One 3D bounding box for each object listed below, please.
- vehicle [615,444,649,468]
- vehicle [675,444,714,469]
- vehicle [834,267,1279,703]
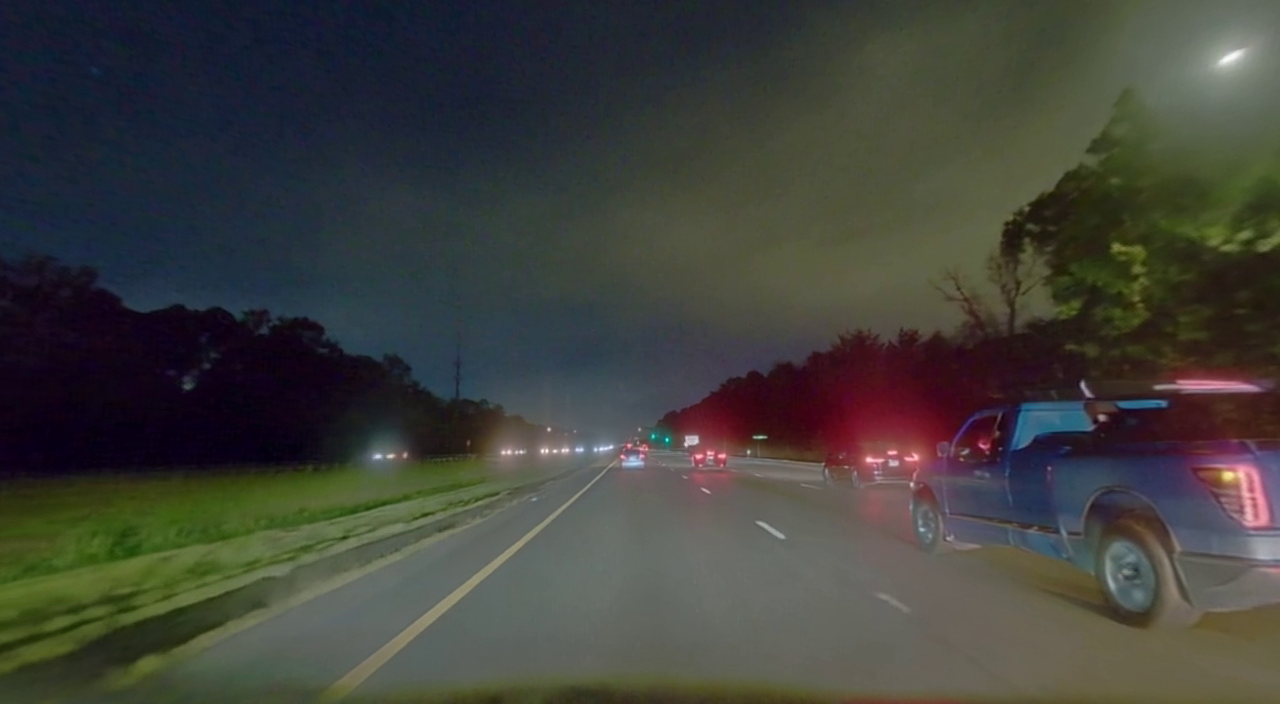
[{"bbox_3d":[-0.524,6.796,41.419,2.085,1.449,3.860,0,-8,-1],"label":"vehicle"},{"bbox_3d":[3.370,6.567,39.927,1.978,1.488,4.252,0,-8,-2],"label":"vehicle"},{"bbox_3d":[3.762,1.034,4.987,2.461,2.013,6.075,0,-8,-1],"label":"vehicle"}]
